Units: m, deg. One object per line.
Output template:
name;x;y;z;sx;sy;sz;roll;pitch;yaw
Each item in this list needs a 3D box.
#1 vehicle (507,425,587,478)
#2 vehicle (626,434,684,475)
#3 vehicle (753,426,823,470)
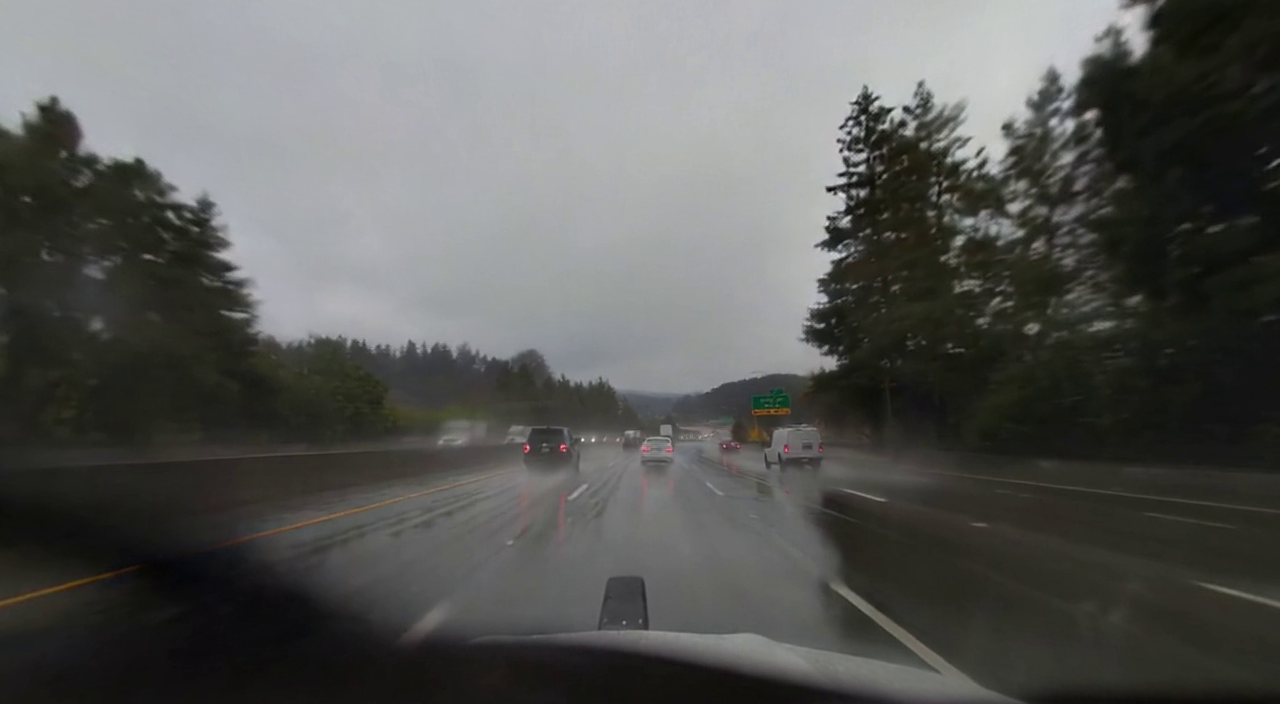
vehicle;-3.230;3.575;22.826;2.140;1.720;4.410;0;-8;1
vehicle;0.550;4.001;24.817;2.071;1.464;4.162;0;-8;1
vehicle;6.960;4.593;30.308;2.094;1.916;5.099;0;-8;0
